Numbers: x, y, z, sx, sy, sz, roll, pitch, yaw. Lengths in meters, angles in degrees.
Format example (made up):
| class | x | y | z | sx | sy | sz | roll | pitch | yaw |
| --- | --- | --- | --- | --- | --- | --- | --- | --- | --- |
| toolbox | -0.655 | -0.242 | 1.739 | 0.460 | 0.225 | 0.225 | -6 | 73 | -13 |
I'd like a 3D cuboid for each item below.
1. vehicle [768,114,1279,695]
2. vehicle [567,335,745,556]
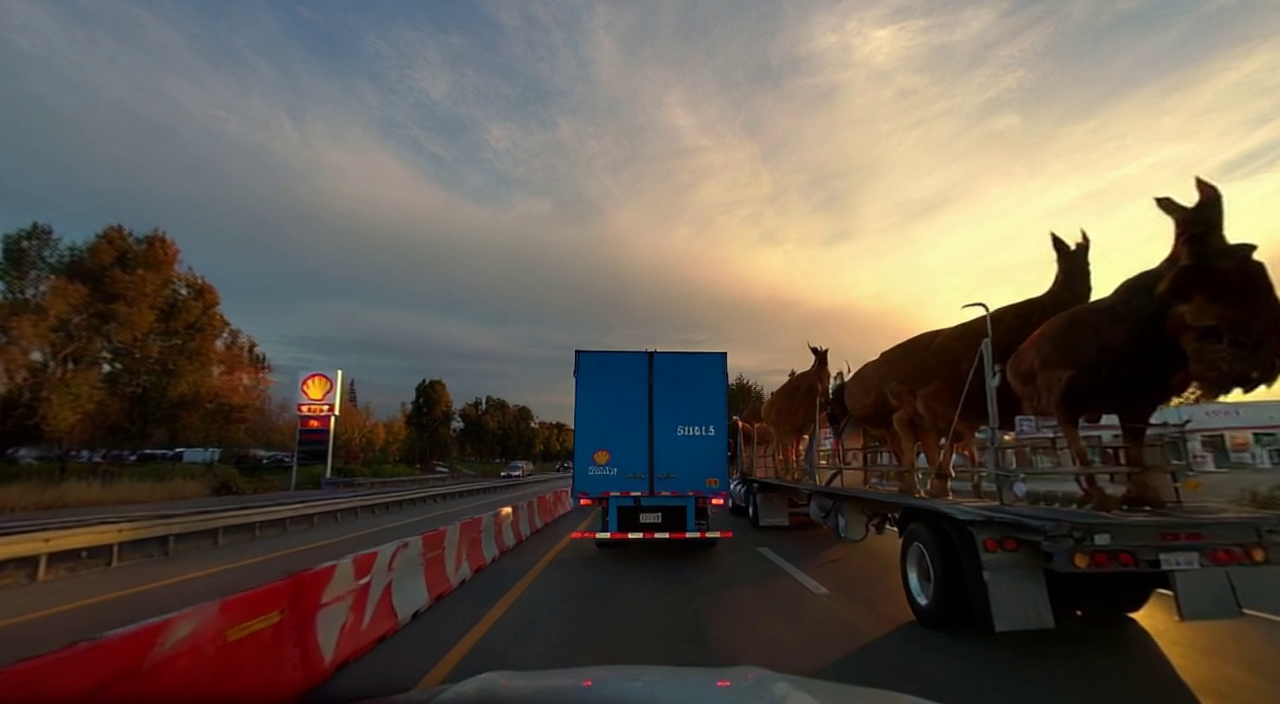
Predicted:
| class | x | y | z | sx | sy | sz | roll | pitch | yaw |
| --- | --- | --- | --- | --- | --- | --- | --- | --- | --- |
| vehicle | 4.316 | 1.046 | 8.620 | 2.936 | 3.640 | 9.443 | 1 | -10 | -1 |
| vehicle | 0.264 | 2.150 | 13.847 | 2.618 | 3.306 | 8.676 | 1 | -10 | 0 |
